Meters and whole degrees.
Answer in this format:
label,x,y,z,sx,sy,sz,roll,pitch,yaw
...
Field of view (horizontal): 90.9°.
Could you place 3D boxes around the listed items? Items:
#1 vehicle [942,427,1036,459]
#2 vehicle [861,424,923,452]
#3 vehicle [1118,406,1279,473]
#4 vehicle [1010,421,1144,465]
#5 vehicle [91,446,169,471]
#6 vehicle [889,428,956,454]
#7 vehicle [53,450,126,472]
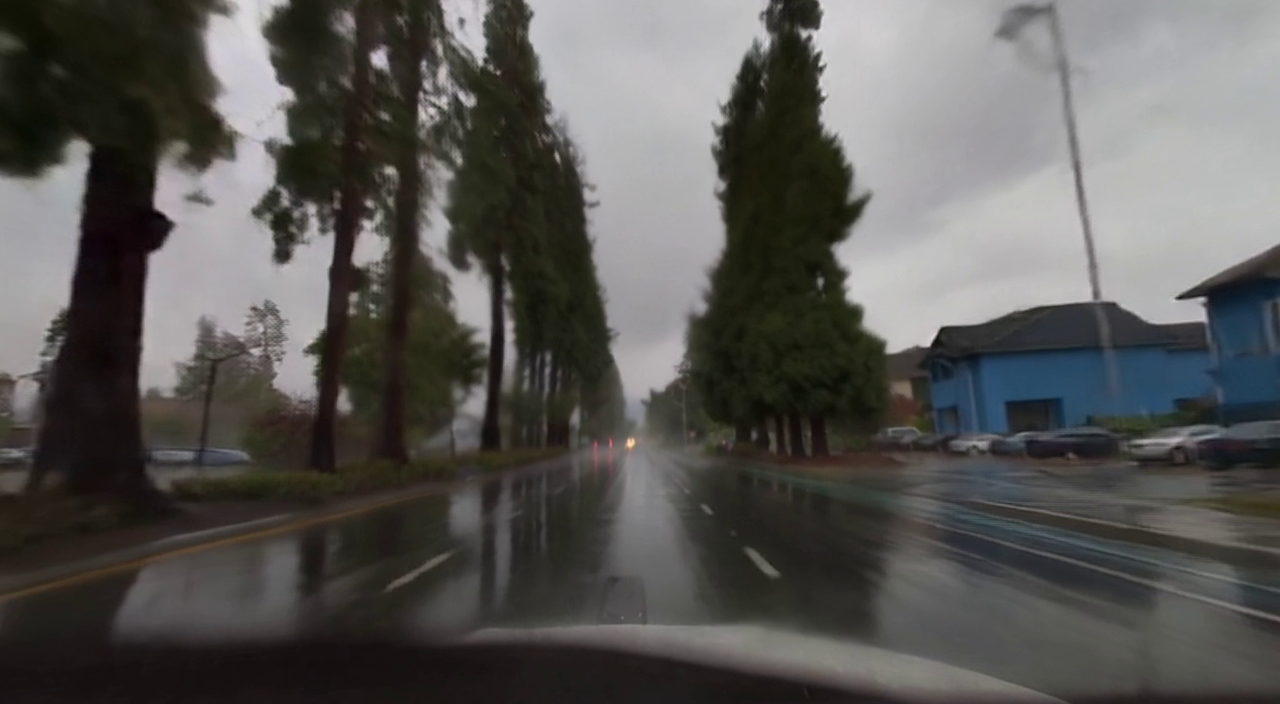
label,x,y,z,sx,sy,sz,roll,pitch,yaw
vehicle,16.950,4.472,30.915,1.804,1.468,4.699,0,-8,-2
vehicle,17.438,6.000,43.989,2.094,1.813,5.789,-1,-8,1
vehicle,16.481,2.536,18.211,2.046,1.714,4.199,-1,-8,2
vehicle,16.606,3.513,24.304,1.968,1.511,4.497,0,-8,1
vehicle,-37.669,7.864,46.692,1.900,1.685,4.572,0,-8,1
vehicle,17.007,5.406,38.198,1.825,1.458,4.689,0,-8,0
vehicle,-40.469,8.012,46.447,1.908,1.429,3.780,-1,-8,2
